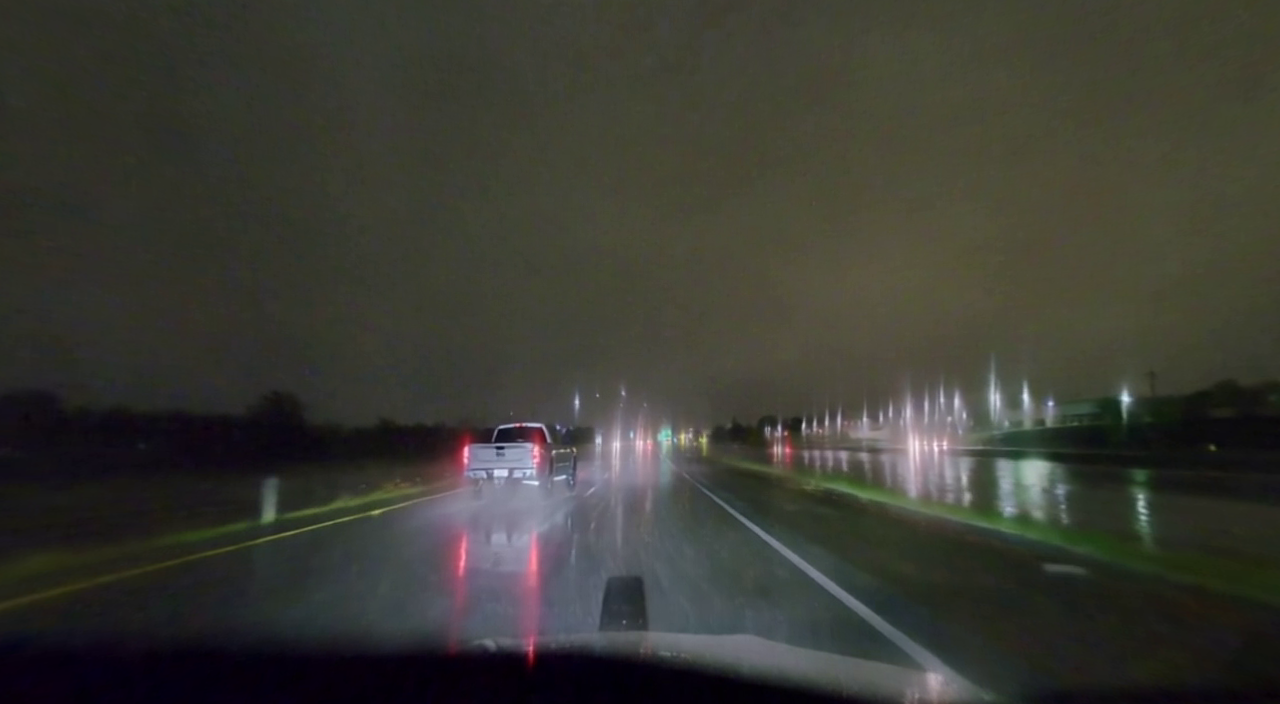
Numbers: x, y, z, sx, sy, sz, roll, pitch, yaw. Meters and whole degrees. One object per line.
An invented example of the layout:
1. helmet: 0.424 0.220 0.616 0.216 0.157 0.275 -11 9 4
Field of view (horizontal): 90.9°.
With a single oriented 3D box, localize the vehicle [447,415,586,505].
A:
1. vehicle: -2.930 2.756 16.508 2.350 1.932 5.562 0 -8 2
